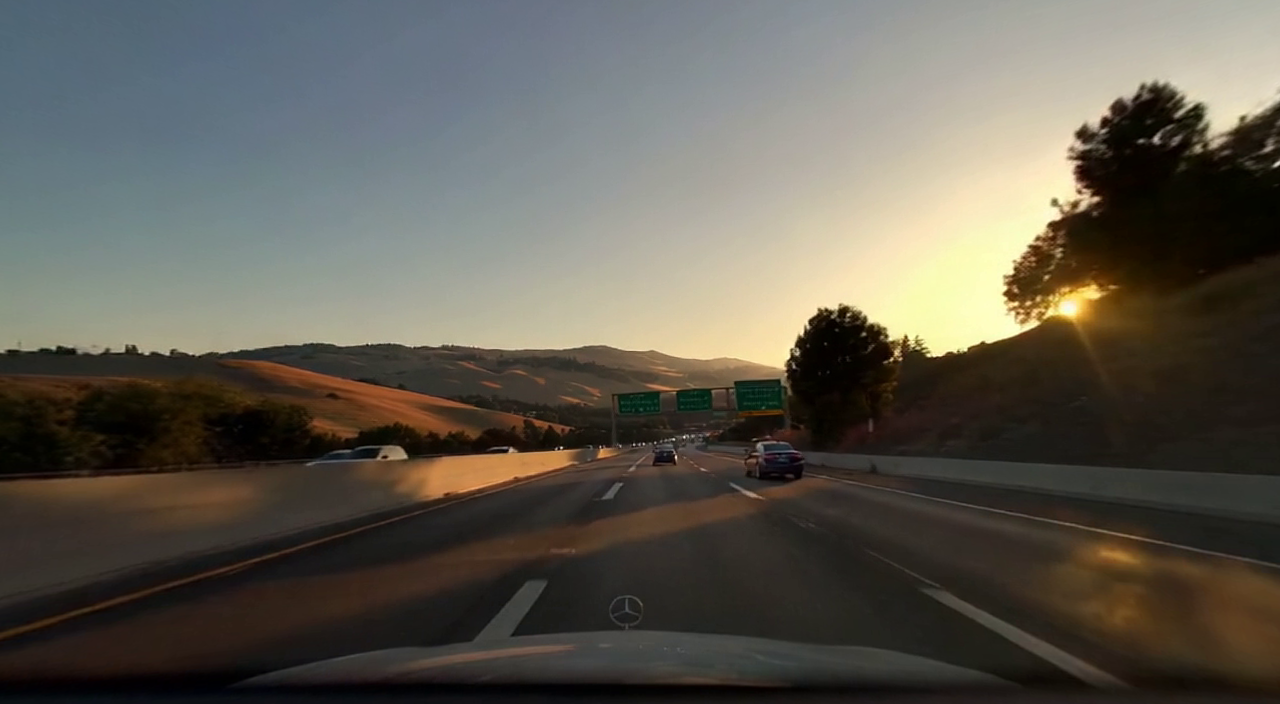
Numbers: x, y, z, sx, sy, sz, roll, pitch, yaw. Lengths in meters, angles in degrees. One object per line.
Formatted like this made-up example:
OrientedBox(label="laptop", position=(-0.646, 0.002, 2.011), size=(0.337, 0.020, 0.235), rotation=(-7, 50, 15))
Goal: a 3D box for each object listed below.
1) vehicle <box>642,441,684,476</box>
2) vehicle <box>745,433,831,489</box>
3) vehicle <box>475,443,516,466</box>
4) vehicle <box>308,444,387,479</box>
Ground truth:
OrientedBox(label="vehicle", position=(0.971, 4.553, 27.183), size=(1.683, 1.400, 3.868), rotation=(0, -8, 1))
OrientedBox(label="vehicle", position=(4.575, 3.412, 20.081), size=(1.770, 1.566, 4.282), rotation=(0, -8, 1))
OrientedBox(label="vehicle", position=(-10.504, 7.478, 46.068), size=(1.904, 1.548, 4.097), rotation=(0, -8, 2))
OrientedBox(label="vehicle", position=(-14.879, 5.581, 32.263), size=(1.894, 1.632, 4.208), rotation=(-1, -8, 2))
